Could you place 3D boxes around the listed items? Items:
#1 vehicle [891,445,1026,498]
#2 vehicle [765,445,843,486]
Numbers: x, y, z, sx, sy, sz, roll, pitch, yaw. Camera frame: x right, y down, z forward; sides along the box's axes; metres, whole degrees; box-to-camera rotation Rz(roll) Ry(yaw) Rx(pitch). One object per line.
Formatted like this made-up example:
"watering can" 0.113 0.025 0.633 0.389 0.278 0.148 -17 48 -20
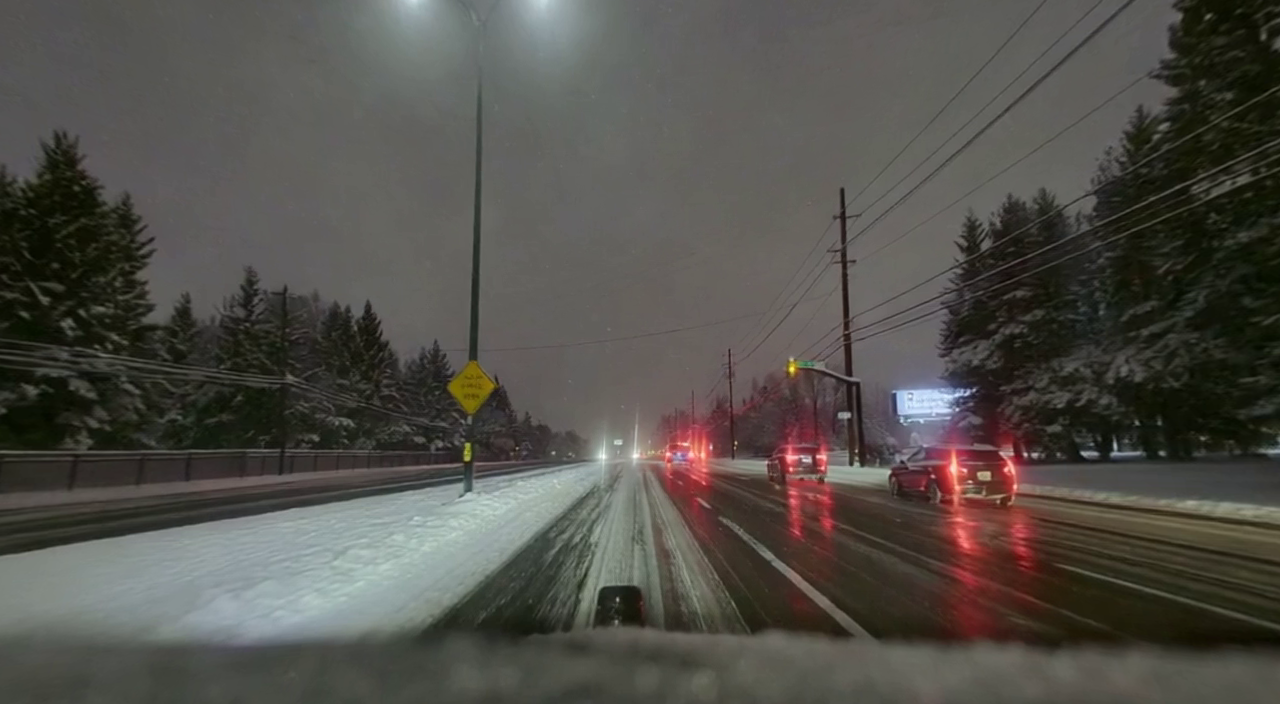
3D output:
"vehicle" 9.963 3.725 20.248 1.874 1.482 4.545 0 -8 -1
"vehicle" 6.302 4.393 24.835 1.882 1.476 4.344 0 -8 -1
